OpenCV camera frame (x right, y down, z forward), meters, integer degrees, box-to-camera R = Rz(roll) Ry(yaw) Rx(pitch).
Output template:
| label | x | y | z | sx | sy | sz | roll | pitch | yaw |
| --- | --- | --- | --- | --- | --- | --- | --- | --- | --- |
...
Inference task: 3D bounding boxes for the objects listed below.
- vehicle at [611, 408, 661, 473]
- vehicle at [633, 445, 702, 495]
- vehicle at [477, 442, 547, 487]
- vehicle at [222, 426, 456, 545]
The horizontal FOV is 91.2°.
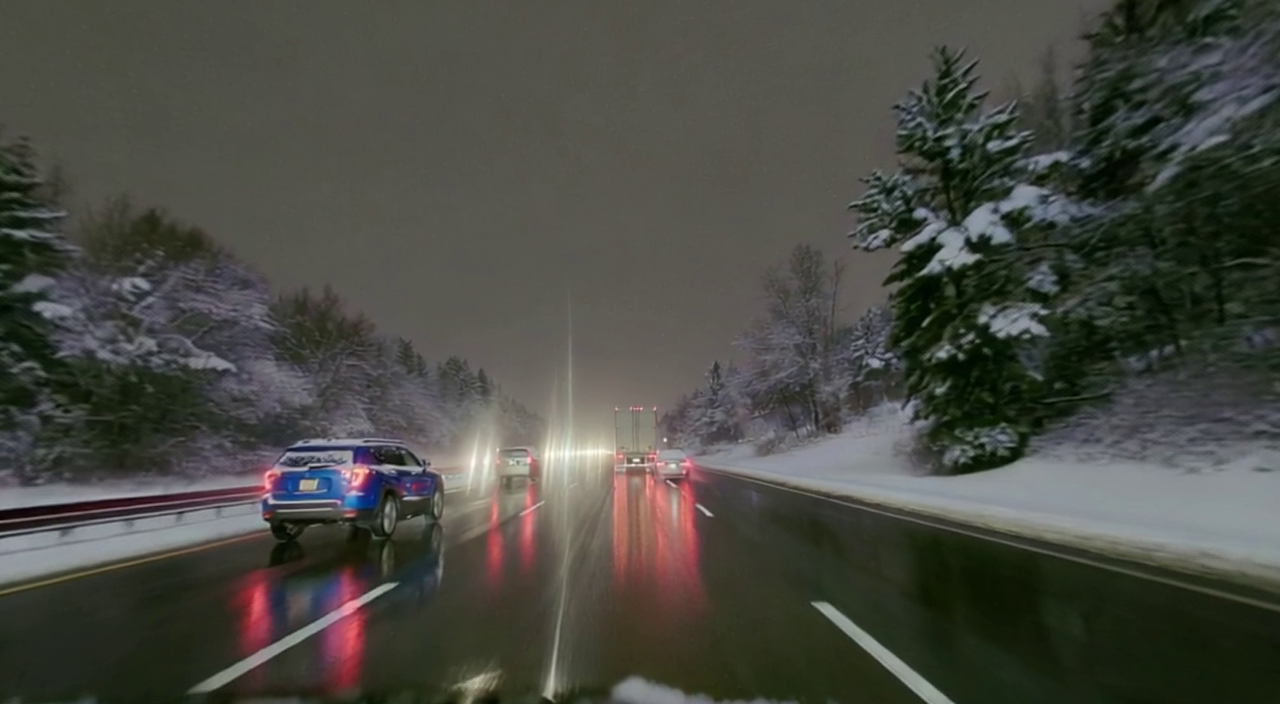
| label | x | y | z | sx | sy | sz | roll | pitch | yaw |
| --- | --- | --- | --- | --- | --- | --- | --- | --- | --- |
| vehicle | -0.520 | 6.383 | 44.857 | 3.113 | 4.066 | 10.786 | 0 | -9 | -3 |
| vehicle | 0.824 | 3.943 | 21.318 | 2.026 | 1.489 | 4.045 | 0 | -9 | -2 |
| vehicle | -5.182 | 4.616 | 25.959 | 2.035 | 1.664 | 4.064 | 0 | -9 | 0 |
| vehicle | -4.924 | 2.230 | 11.083 | 2.100 | 1.671 | 4.105 | 0 | -9 | 0 |
